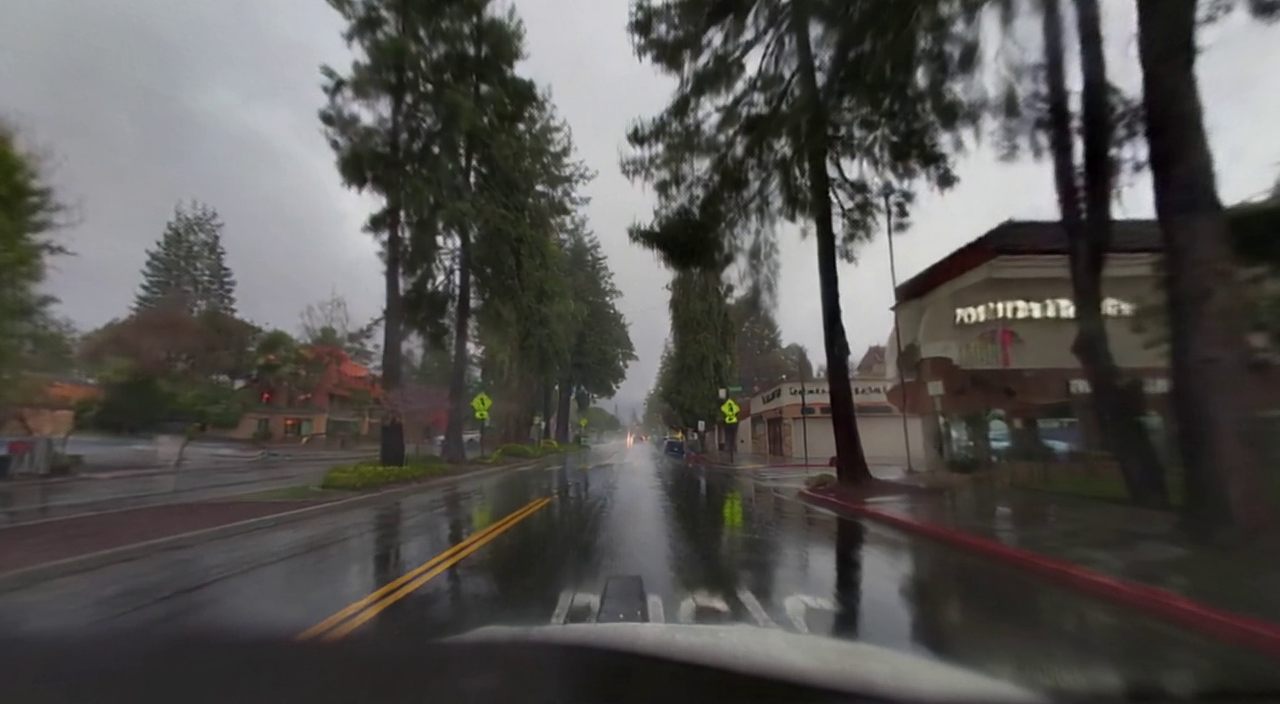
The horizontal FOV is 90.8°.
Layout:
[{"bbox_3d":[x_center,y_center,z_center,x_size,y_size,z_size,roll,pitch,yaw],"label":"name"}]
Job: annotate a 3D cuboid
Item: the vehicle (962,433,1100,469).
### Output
[{"bbox_3d":[16.857,4.260,27.485,4.563,1.457,2.139,-1,-7,6],"label":"vehicle"}]
